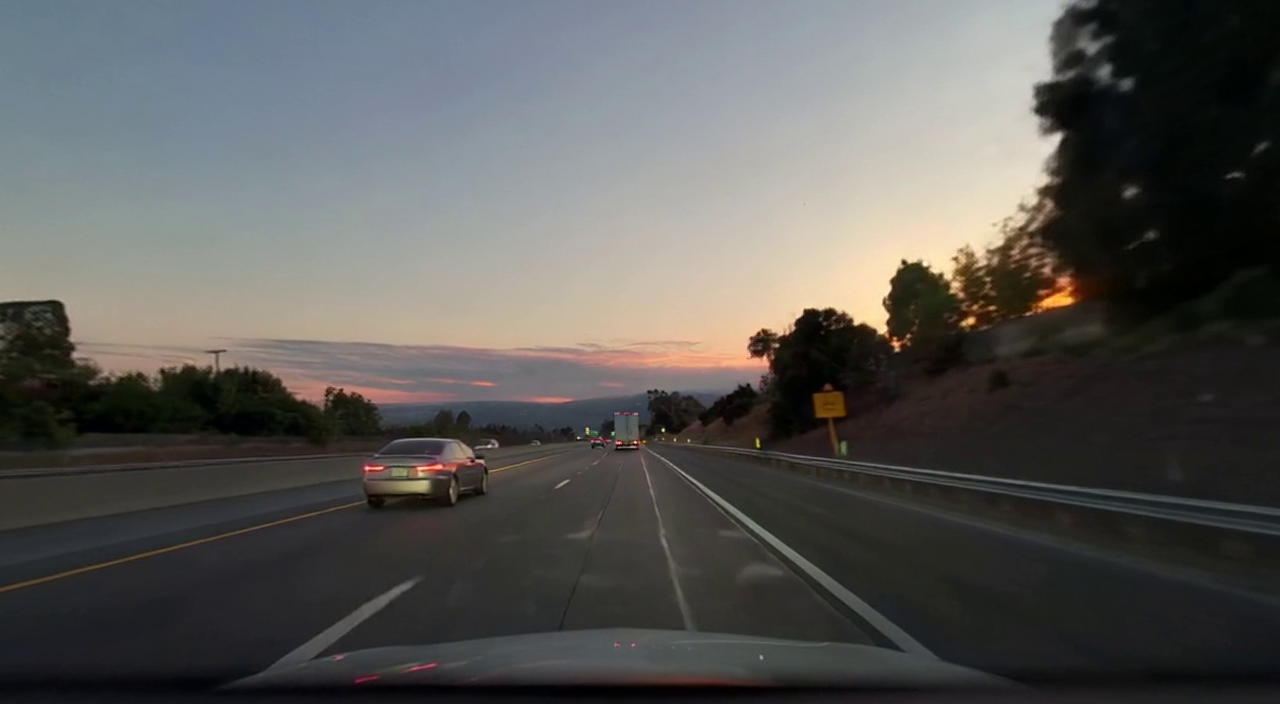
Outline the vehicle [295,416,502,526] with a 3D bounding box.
[{"bbox_3d":[-4.220,2.139,12.055,2.123,1.655,4.688,0,-8,0],"label":"vehicle"}]
